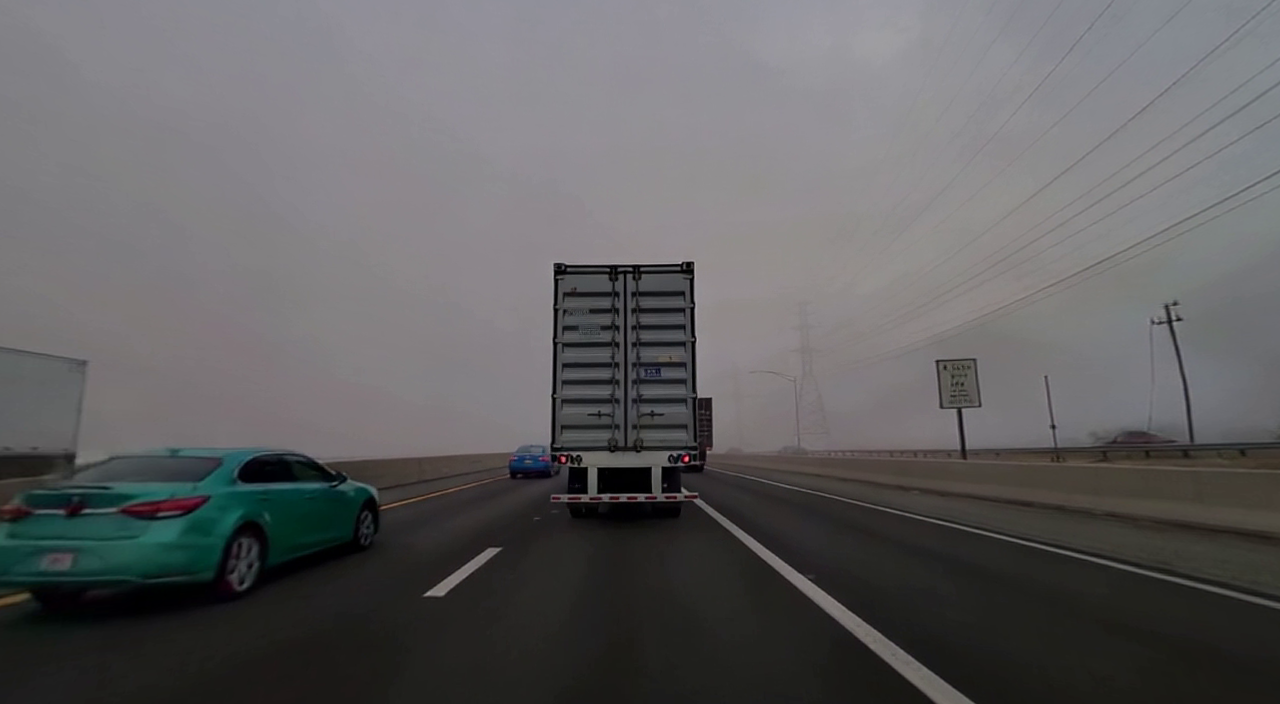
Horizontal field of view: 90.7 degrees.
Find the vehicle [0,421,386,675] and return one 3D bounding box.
[{"bbox_3d":[-4.192,1.485,5.914,1.912,1.485,4.218,0,-9,-1],"label":"vehicle"}]

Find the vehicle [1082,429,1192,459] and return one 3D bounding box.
[{"bbox_3d":[28.924,5.392,36.970,1.932,1.594,4.579,6,-11,-38],"label":"vehicle"}]

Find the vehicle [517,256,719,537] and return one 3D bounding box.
[{"bbox_3d":[-0.283,1.473,15.168,2.841,4.071,12.046,0,-9,0],"label":"vehicle"}]
